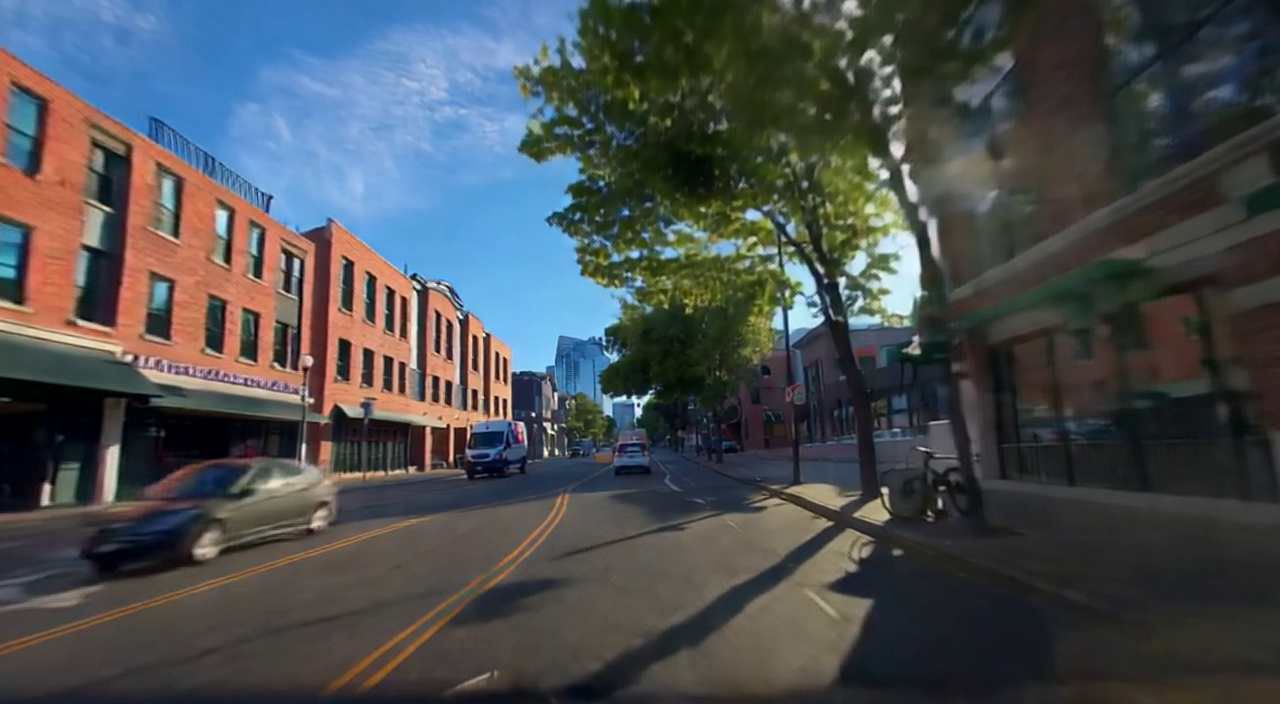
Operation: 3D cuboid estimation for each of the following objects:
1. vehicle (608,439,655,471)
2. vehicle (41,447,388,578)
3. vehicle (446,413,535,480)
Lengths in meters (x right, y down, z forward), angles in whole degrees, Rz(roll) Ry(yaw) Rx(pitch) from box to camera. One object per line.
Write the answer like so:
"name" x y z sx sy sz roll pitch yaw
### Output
"vehicle" -0.369 5.540 34.092 2.356 1.572 4.810 0 -8 1
"vehicle" -5.837 2.193 9.570 2.039 1.484 4.391 -1 -8 3
"vehicle" -7.542 4.905 32.935 2.754 3.065 7.103 0 -8 1
